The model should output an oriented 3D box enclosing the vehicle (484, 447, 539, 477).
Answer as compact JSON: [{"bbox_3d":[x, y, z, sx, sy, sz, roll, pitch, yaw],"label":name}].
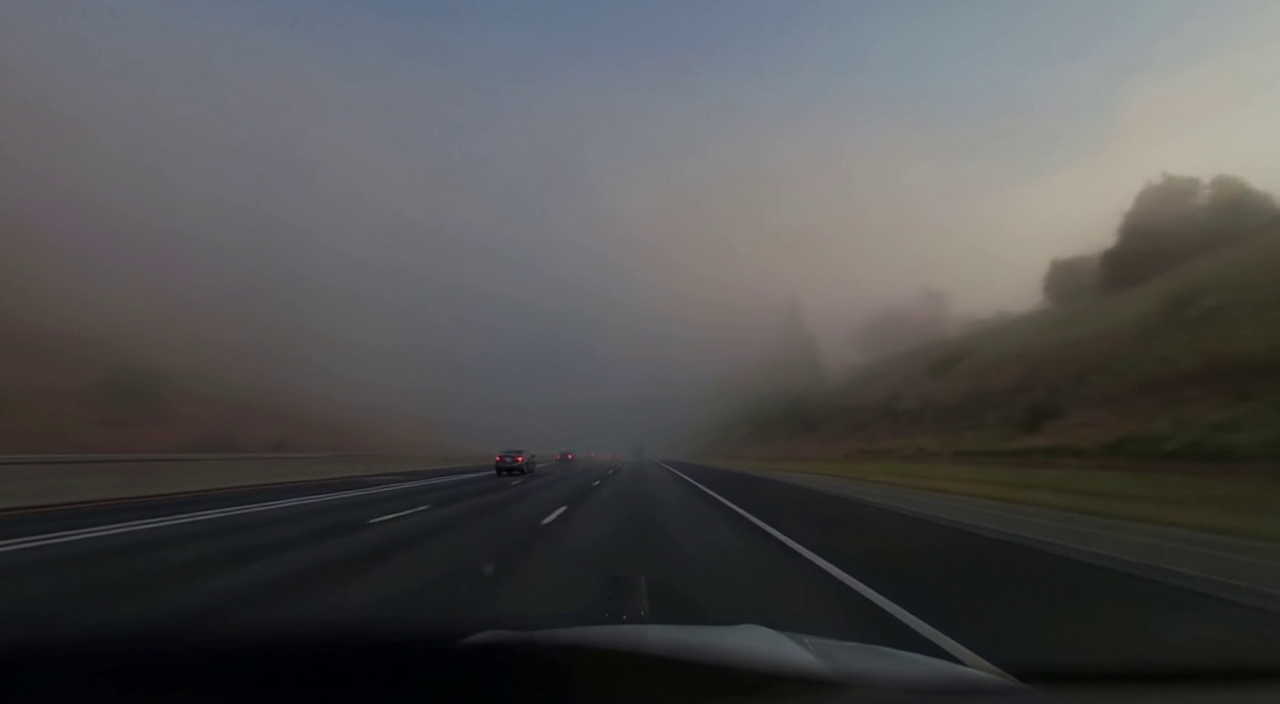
[{"bbox_3d":[-6.946,5.992,34.628,2.015,1.483,4.626,0,-9,0],"label":"vehicle"}]
